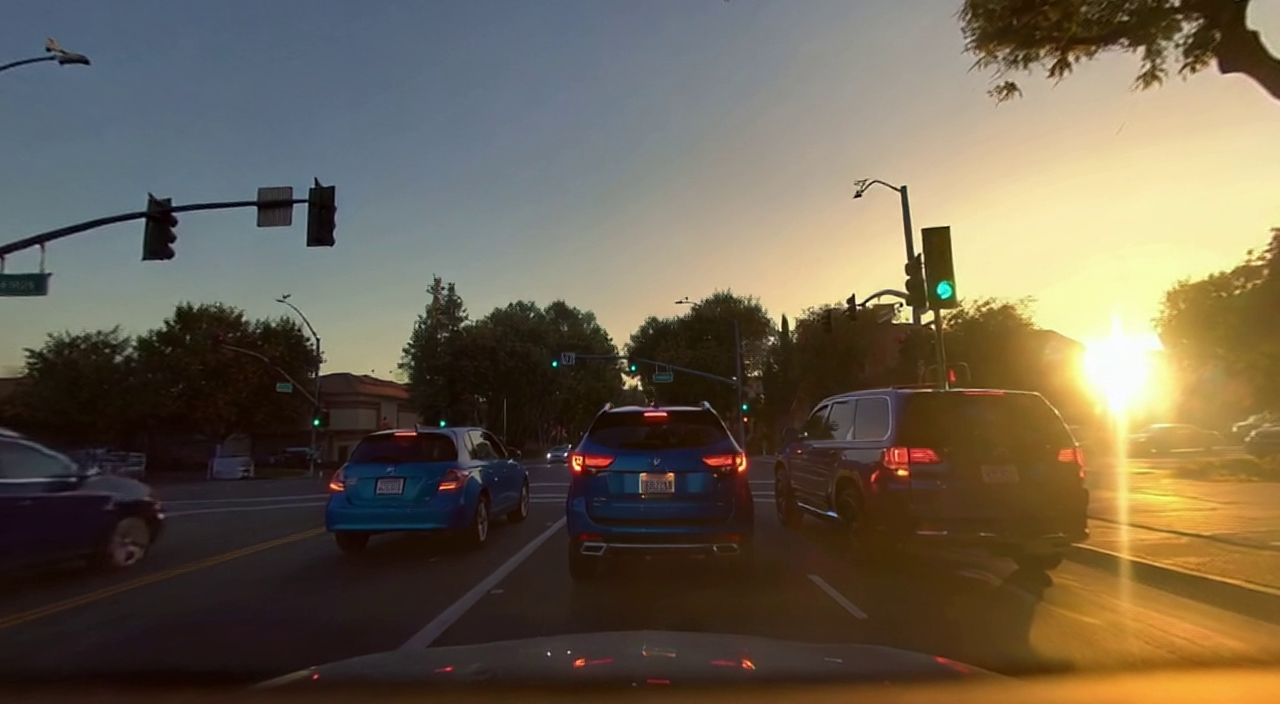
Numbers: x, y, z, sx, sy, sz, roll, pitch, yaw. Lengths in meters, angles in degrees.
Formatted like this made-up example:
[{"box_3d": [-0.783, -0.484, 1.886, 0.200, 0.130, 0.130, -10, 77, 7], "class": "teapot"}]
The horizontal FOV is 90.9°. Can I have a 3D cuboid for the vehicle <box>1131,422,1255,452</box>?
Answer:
[{"box_3d": [28.167, 4.341, 32.224, 4.512, 1.444, 1.859, 0, -8, 0], "class": "vehicle"}]

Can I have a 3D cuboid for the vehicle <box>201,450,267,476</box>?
[{"box_3d": [-29.329, 8.013, 45.714, 1.820, 1.699, 4.308, -1, -8, 2], "class": "vehicle"}]

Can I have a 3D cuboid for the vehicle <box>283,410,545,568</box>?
[{"box_3d": [-2.748, 1.792, 9.032, 2.058, 1.659, 4.514, 0, -8, 0], "class": "vehicle"}]

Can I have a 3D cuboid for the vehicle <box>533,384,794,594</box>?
[{"box_3d": [0.167, 1.479, 7.581, 2.235, 1.778, 4.178, 0, -8, -1], "class": "vehicle"}]

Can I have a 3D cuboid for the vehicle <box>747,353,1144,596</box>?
[{"box_3d": [3.088, 1.453, 8.283, 2.338, 2.063, 5.672, 0, -8, 0], "class": "vehicle"}]

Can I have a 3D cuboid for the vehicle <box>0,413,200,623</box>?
[{"box_3d": [-6.311, 1.359, 5.141, 2.193, 1.687, 4.507, 0, -8, -1], "class": "vehicle"}]
